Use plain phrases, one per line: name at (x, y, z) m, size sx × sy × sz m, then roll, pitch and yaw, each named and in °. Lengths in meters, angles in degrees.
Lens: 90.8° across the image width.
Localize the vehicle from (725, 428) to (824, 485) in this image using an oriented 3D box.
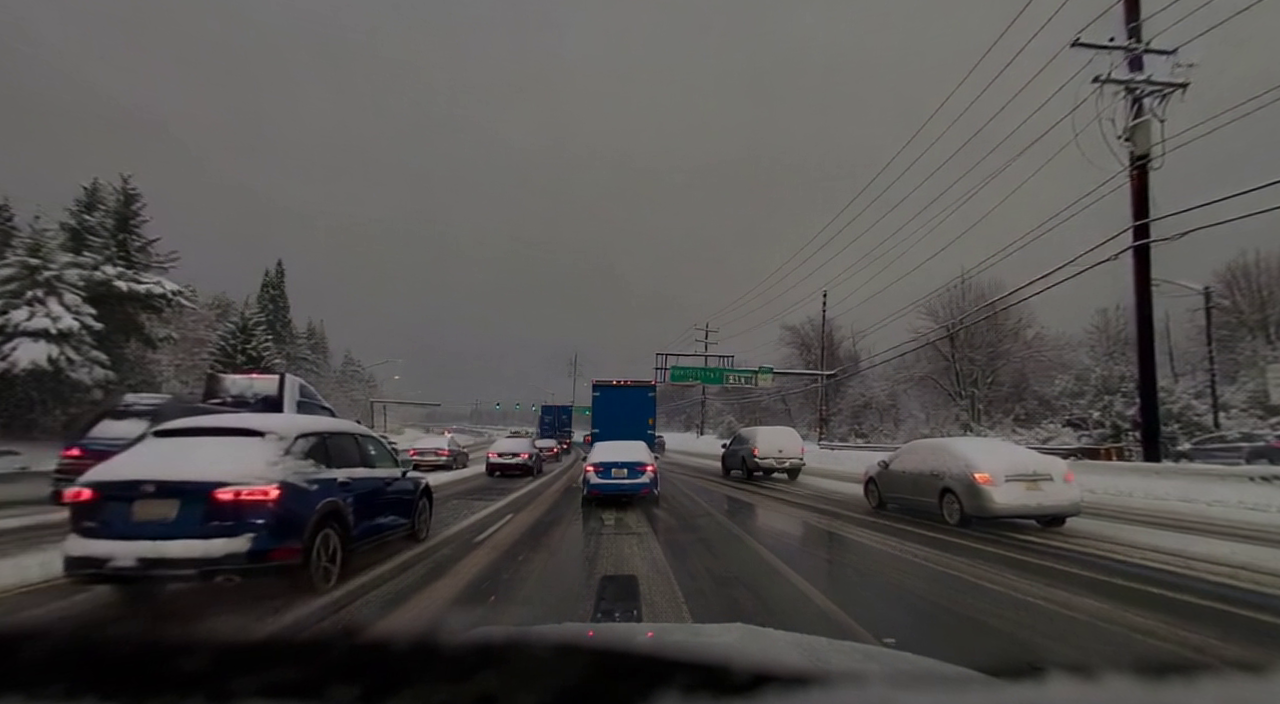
vehicle at (4.287, 3.419, 20.813) m, size 2.023 × 1.676 × 4.002 m, roll 1°, pitch -9°, yaw -6°

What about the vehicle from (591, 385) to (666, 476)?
vehicle at (-0.695, 3.674, 28.829) m, size 2.909 × 3.518 × 8.262 m, roll 0°, pitch -9°, yaw -3°

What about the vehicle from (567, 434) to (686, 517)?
vehicle at (-0.331, 2.516, 13.340) m, size 2.112 × 1.463 × 4.012 m, roll 0°, pitch -9°, yaw -3°

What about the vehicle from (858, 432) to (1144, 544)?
vehicle at (5.374, 2.054, 10.221) m, size 1.878 × 1.406 × 4.164 m, roll 1°, pitch -9°, yaw -6°

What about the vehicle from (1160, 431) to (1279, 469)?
vehicle at (28.509, 4.693, 30.414) m, size 1.991 × 1.655 × 5.330 m, roll 1°, pitch -9°, yaw -6°

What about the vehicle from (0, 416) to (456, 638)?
vehicle at (-3.790, 1.547, 6.725) m, size 2.235 × 1.472 × 4.860 m, roll 0°, pitch -9°, yaw -1°

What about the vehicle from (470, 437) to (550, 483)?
vehicle at (-4.531, 3.874, 22.895) m, size 1.960 × 1.450 × 5.246 m, roll 0°, pitch -9°, yaw -2°
